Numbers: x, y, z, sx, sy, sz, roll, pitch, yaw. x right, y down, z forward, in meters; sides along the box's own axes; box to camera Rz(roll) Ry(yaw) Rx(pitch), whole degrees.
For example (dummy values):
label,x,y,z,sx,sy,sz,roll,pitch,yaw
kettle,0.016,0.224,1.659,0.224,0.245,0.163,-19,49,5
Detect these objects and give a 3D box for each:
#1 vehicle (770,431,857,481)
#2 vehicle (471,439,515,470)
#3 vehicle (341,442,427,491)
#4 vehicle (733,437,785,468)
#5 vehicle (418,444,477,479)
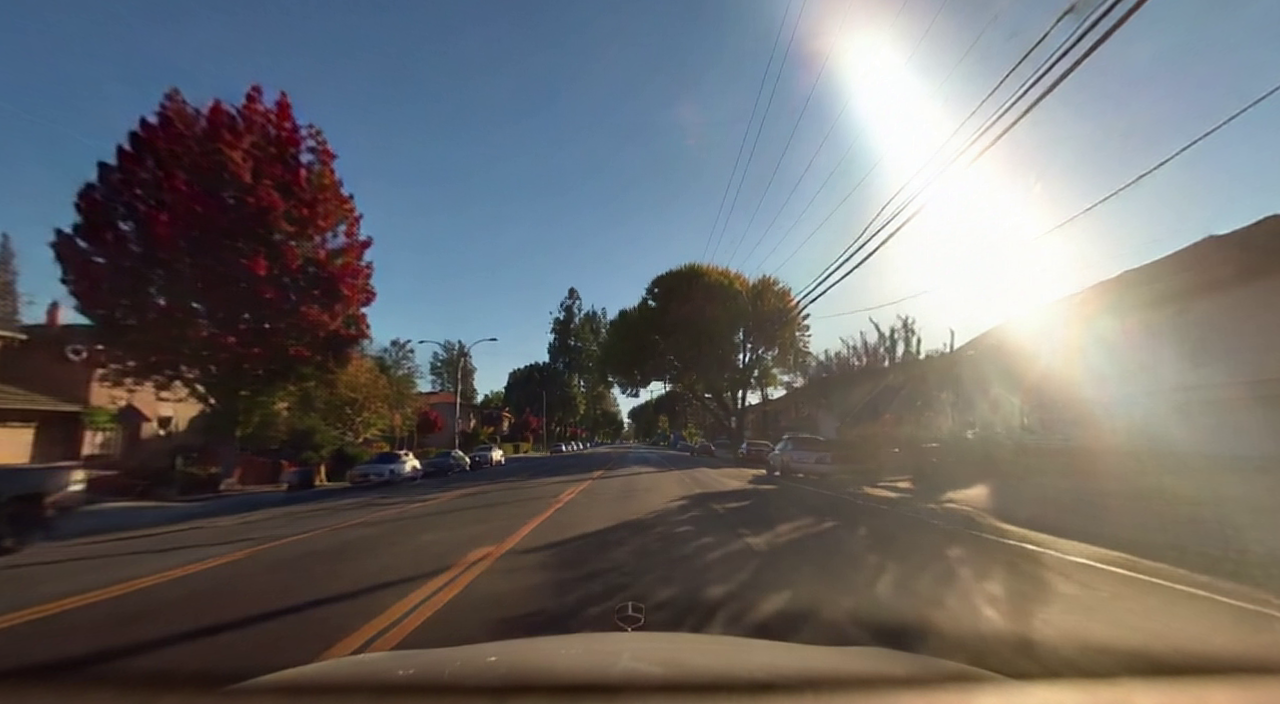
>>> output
label,x,y,z,sx,sy,sz,roll,pitch,yaw
vehicle,6.911,4.193,25.663,2.128,1.823,4.834,0,-8,0
vehicle,-10.214,7.106,44.001,1.984,1.762,4.266,-3,-6,0
vehicle,-10.295,4.572,25.697,1.974,1.696,4.336,-2,-8,-4
vehicle,6.947,5.922,37.330,2.194,1.741,4.800,0,-8,1
vehicle,-10.396,5.906,34.339,1.932,1.472,4.516,-3,-6,-2
